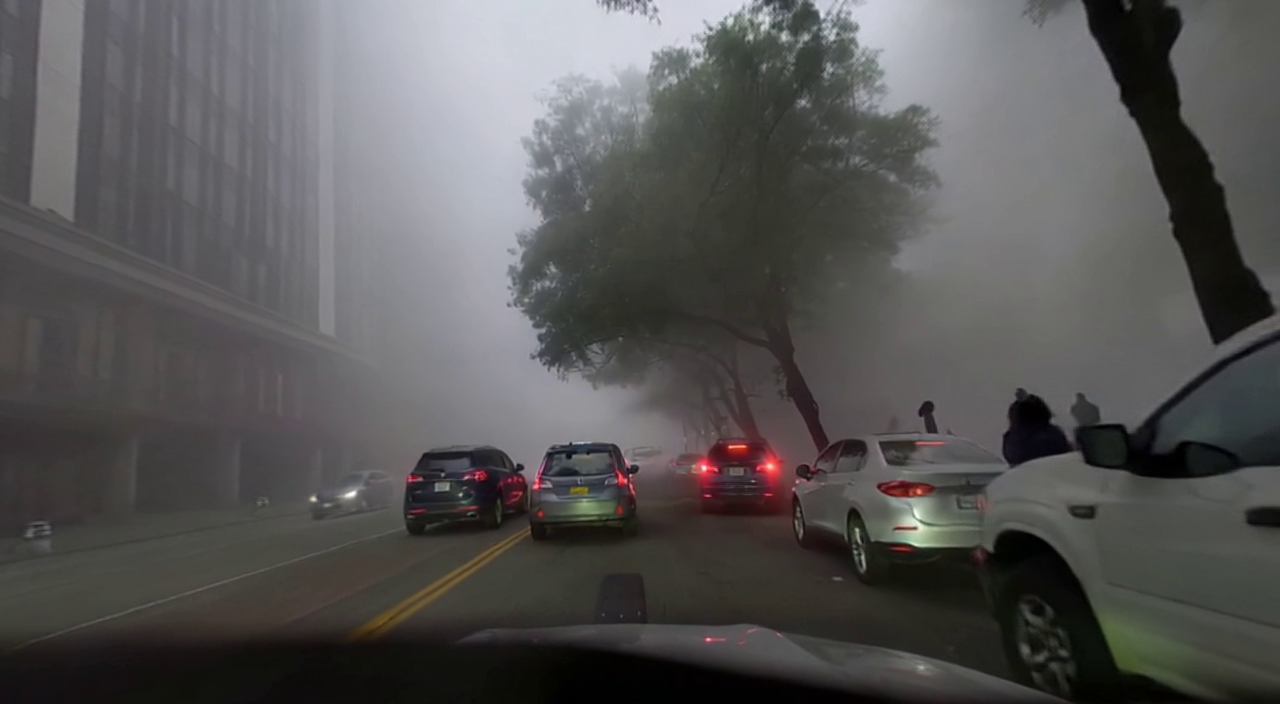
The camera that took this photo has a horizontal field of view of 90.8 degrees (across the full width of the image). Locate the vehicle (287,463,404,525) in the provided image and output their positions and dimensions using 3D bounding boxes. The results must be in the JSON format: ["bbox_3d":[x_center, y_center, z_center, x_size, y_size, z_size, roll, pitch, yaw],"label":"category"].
[{"bbox_3d":[-9.500,4.574,20.796,1.990,1.673,3.947,0,-8,-1],"label":"vehicle"}]

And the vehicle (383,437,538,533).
[{"bbox_3d":[-3.850,2.913,14.539,2.000,1.818,4.668,-1,-9,3],"label":"vehicle"}]

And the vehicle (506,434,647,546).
[{"bbox_3d":[-0.942,2.391,11.575,2.076,1.667,3.948,-1,-9,1],"label":"vehicle"}]

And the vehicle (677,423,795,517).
[{"bbox_3d":[2.592,2.879,15.962,2.352,1.953,4.798,-3,-9,15],"label":"vehicle"}]

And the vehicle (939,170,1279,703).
[{"bbox_3d":[2.955,0.410,1.093,2.225,2.070,5.264,0,-9,0],"label":"vehicle"}]
